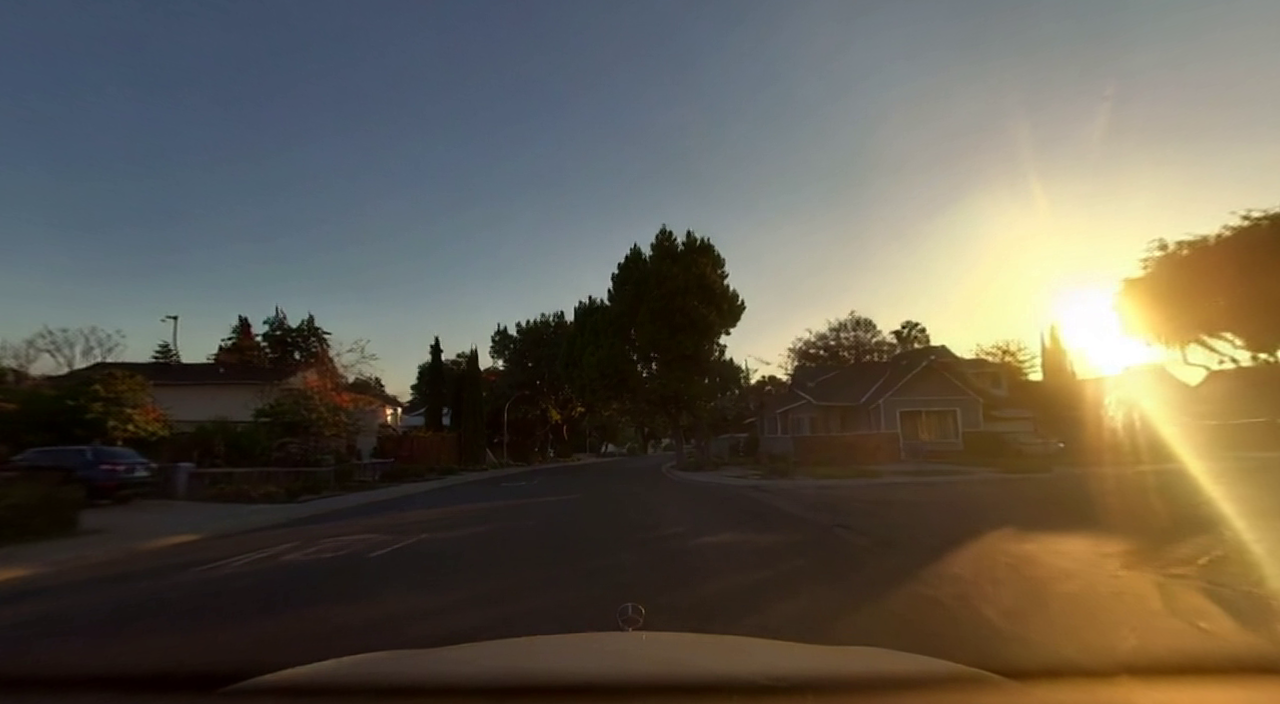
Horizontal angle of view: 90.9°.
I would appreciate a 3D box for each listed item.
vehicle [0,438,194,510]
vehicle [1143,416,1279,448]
[{"bbox_3d":[-15.188,3.201,16.822,4.837,1.785,2.115,0,-8,-3],"label":"vehicle"},{"bbox_3d":[27.766,3.975,30.846,1.845,1.450,4.991,1,-8,-6],"label":"vehicle"}]
